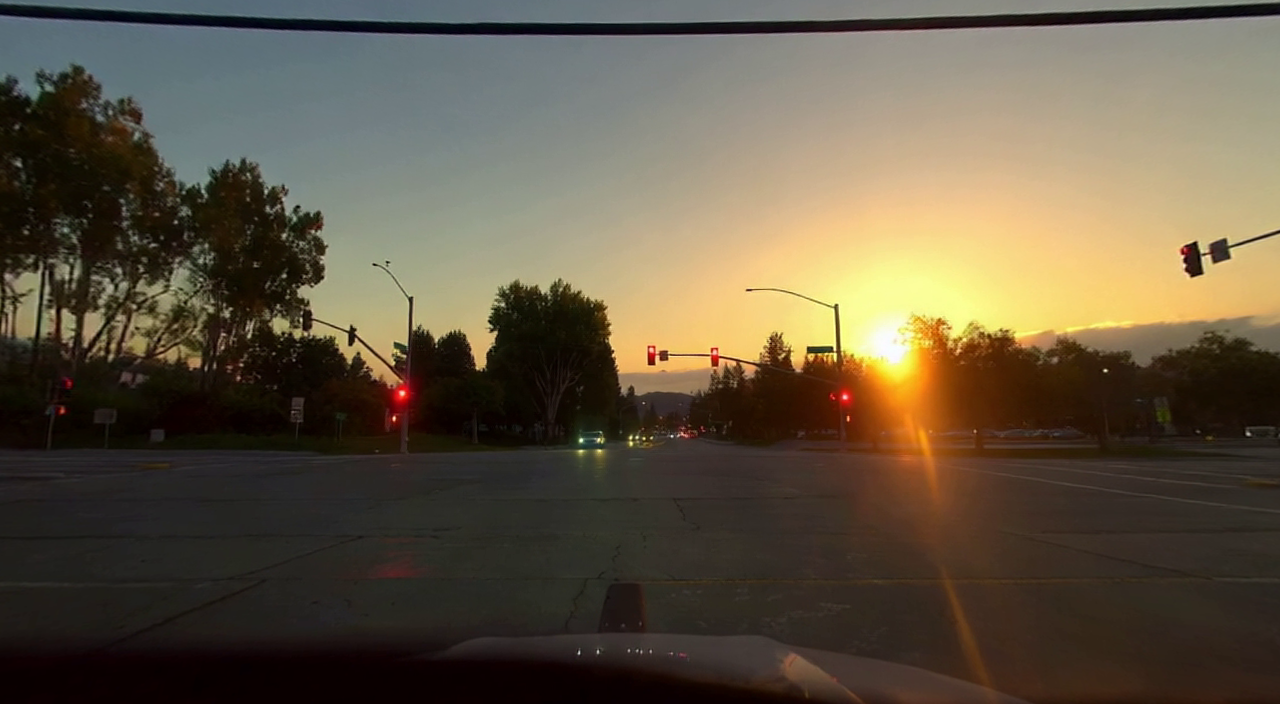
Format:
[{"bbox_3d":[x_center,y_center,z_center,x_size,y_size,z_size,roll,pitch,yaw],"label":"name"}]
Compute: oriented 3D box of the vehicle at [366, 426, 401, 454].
[{"bbox_3d":[-19.993,6.848,48.879,1.873,2.079,2.879,5,-10,-32],"label":"vehicle"}]
